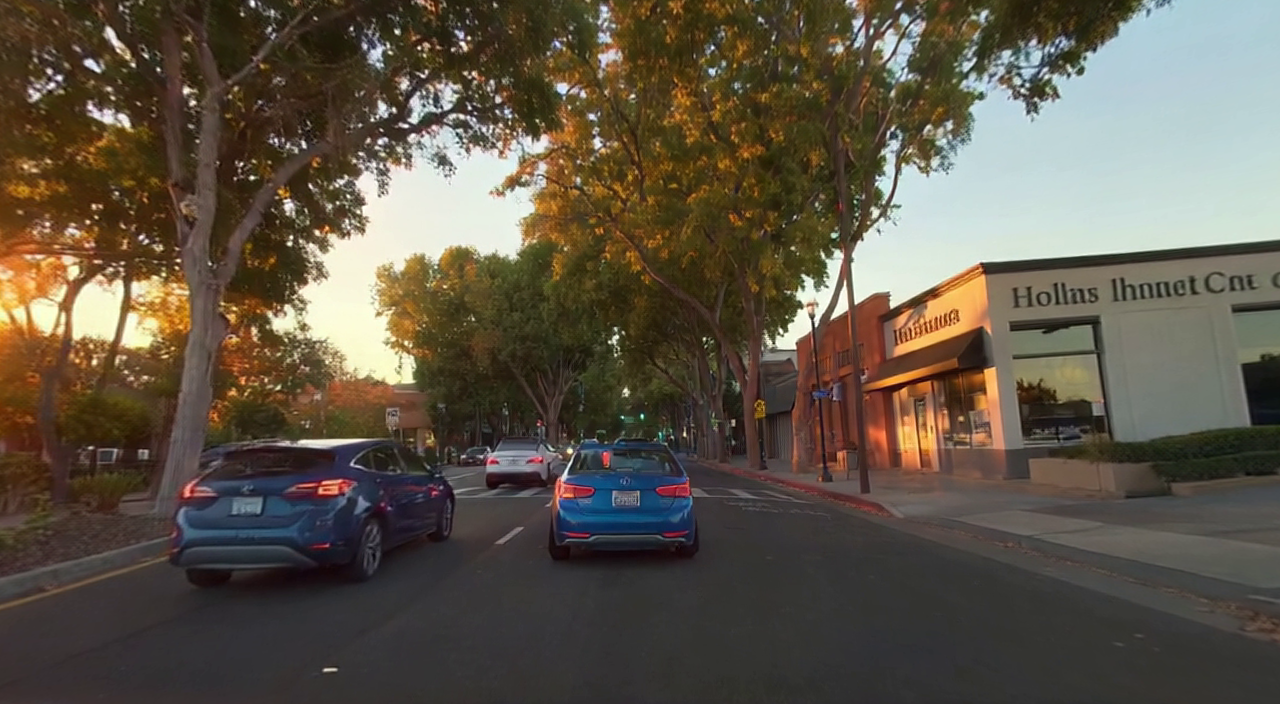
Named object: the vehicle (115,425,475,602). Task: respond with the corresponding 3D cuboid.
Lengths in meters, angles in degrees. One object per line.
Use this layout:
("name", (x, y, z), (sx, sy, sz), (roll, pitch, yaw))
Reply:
("vehicle", (-3.449, 1.670, 7.388), (1.905, 1.473, 4.016), (0, -9, 1))

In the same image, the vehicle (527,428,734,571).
("vehicle", (-0.105, 1.850, 8.671), (2.160, 1.482, 4.037), (0, -9, 0))

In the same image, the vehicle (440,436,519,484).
("vehicle", (-6.206, 4.231, 24.986), (2.095, 1.682, 4.371), (0, -9, -2))
